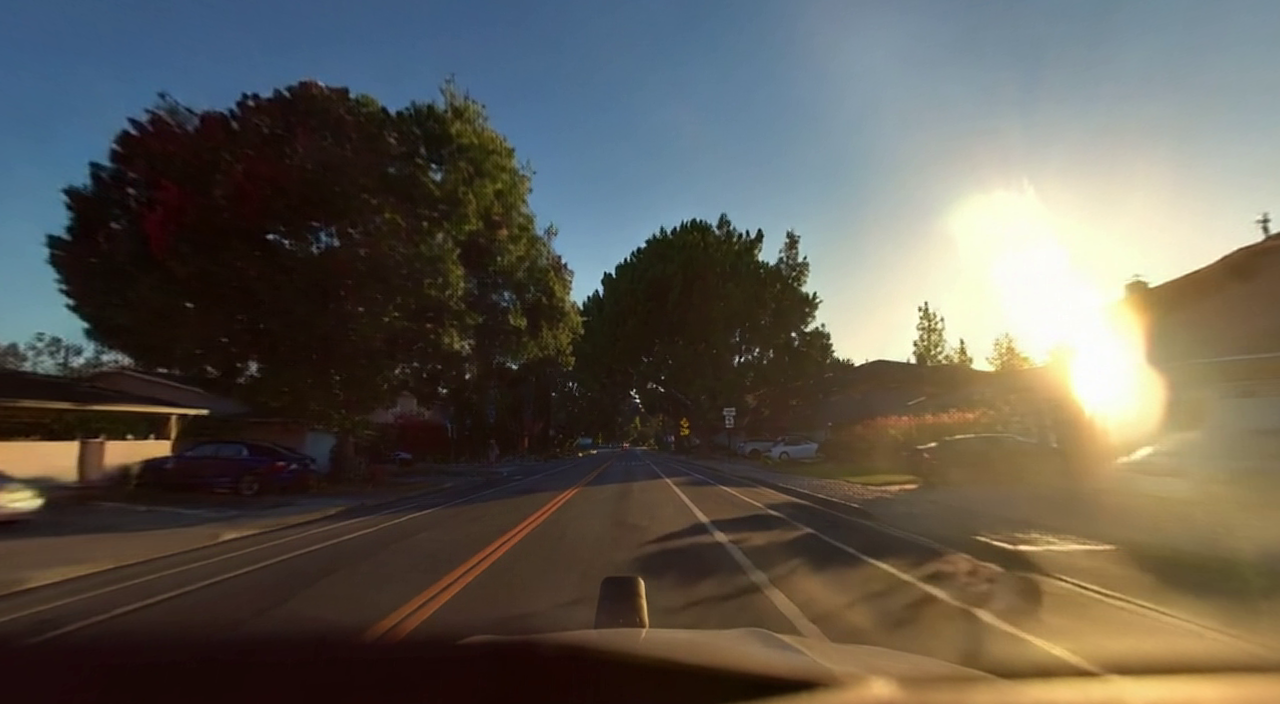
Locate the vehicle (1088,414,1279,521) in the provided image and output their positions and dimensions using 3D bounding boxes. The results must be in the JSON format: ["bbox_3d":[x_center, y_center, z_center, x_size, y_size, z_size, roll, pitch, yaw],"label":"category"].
[{"bbox_3d":[10.763,1.839,10.747,4.751,1.518,1.885,-4,-9,-1],"label":"vehicle"}]

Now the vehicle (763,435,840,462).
[{"bbox_3d":[10.776,6.462,42.349,4.493,1.493,1.926,-3,-8,-4],"label":"vehicle"}]

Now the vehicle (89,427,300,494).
[{"bbox_3d":[-12.835,3.139,18.441,4.549,1.802,2.081,0,-9,2],"label":"vehicle"}]
